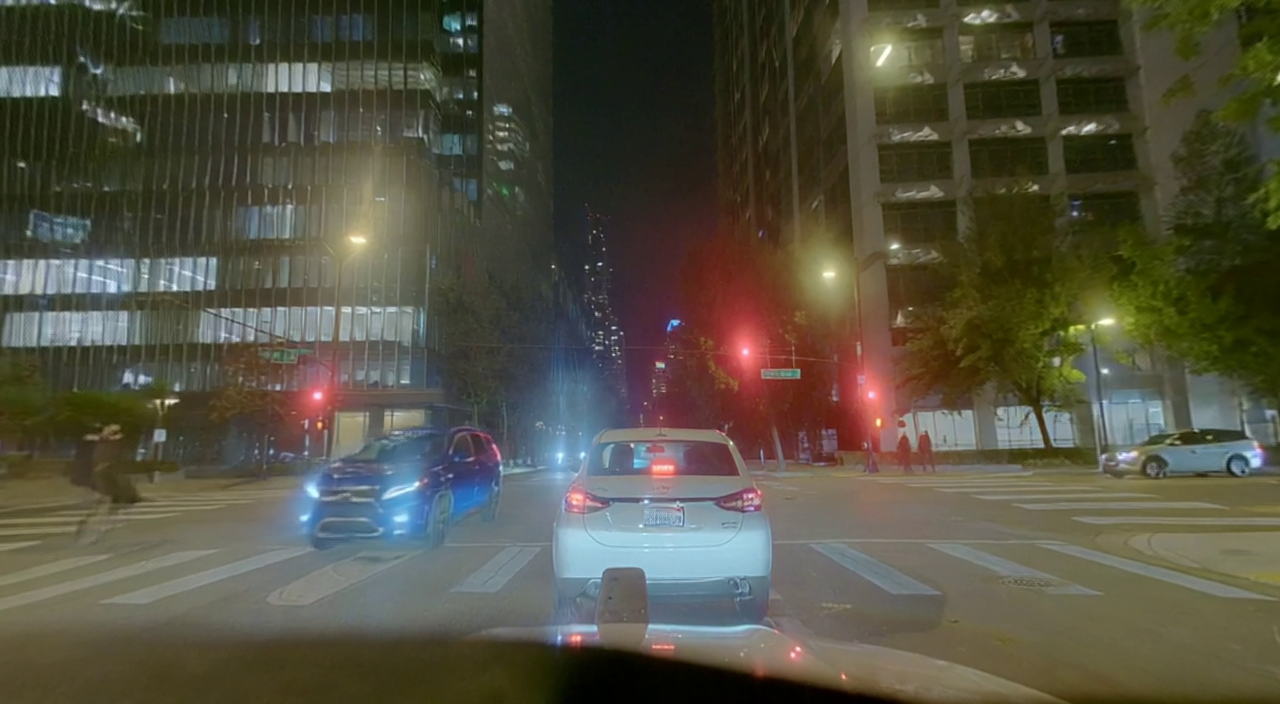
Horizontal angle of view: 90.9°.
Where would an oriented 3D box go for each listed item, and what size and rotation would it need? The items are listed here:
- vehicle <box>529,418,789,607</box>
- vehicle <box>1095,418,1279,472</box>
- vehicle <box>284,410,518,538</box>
[{"bbox_3d":[-0.138,1.647,7.478,1.893,1.532,4.145,2,-9,-15],"label":"vehicle"},{"bbox_3d":[19.141,3.267,22.212,4.675,1.772,1.945,0,-8,-1],"label":"vehicle"},{"bbox_3d":[-4.193,2.269,12.434,2.317,1.924,5.518,0,-8,2],"label":"vehicle"}]
